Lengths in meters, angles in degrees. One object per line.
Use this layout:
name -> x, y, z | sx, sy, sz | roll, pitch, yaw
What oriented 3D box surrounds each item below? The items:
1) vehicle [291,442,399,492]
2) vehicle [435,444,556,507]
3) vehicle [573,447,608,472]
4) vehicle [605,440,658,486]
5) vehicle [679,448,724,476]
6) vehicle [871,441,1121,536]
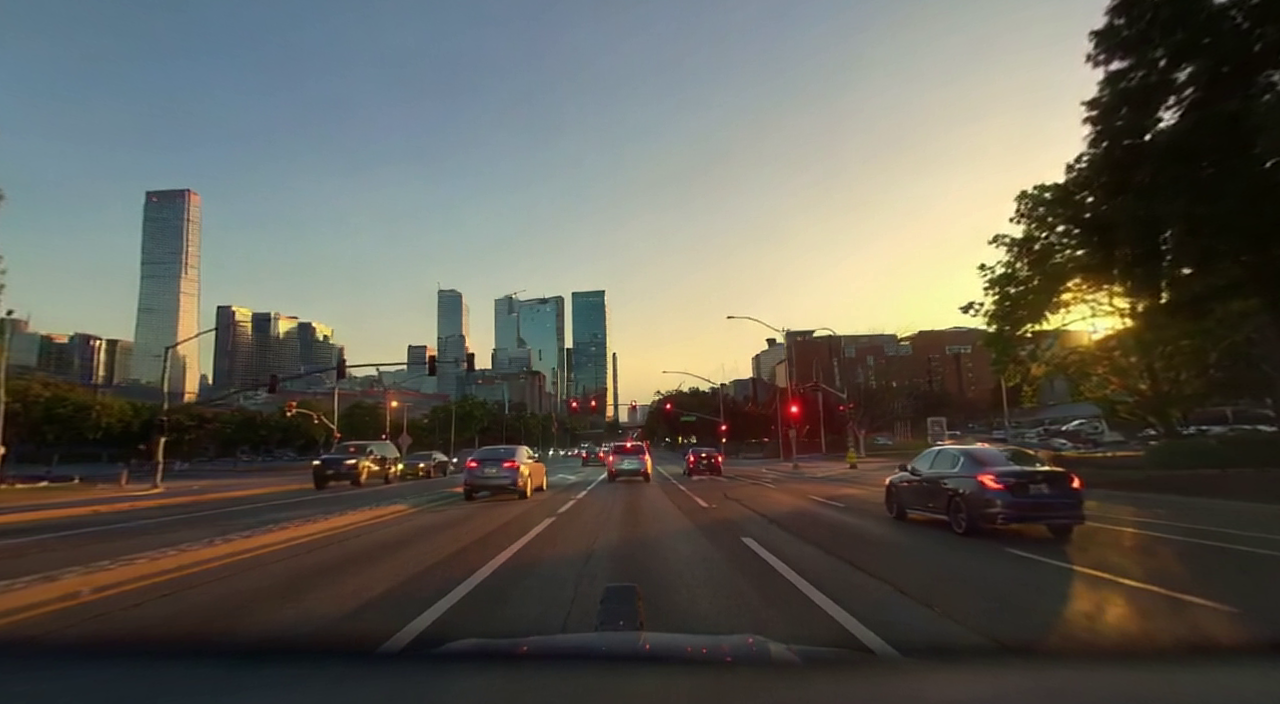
vehicle -> -10.961, 4.272, 23.876 | 2.026, 1.706, 4.041 | 0, -8, 2
vehicle -> -3.744, 3.263, 17.282 | 2.163, 1.474, 4.413 | 0, -8, 2
vehicle -> -3.130, 6.904, 40.793 | 2.002, 1.502, 4.057 | 0, -8, -1
vehicle -> -0.310, 4.512, 26.076 | 2.008, 1.716, 4.125 | 0, -8, 0
vehicle -> 3.403, 6.148, 35.561 | 2.014, 1.430, 4.103 | 0, -8, -1
vehicle -> 6.367, 2.459, 12.129 | 2.028, 1.451, 4.625 | 0, -8, -1
